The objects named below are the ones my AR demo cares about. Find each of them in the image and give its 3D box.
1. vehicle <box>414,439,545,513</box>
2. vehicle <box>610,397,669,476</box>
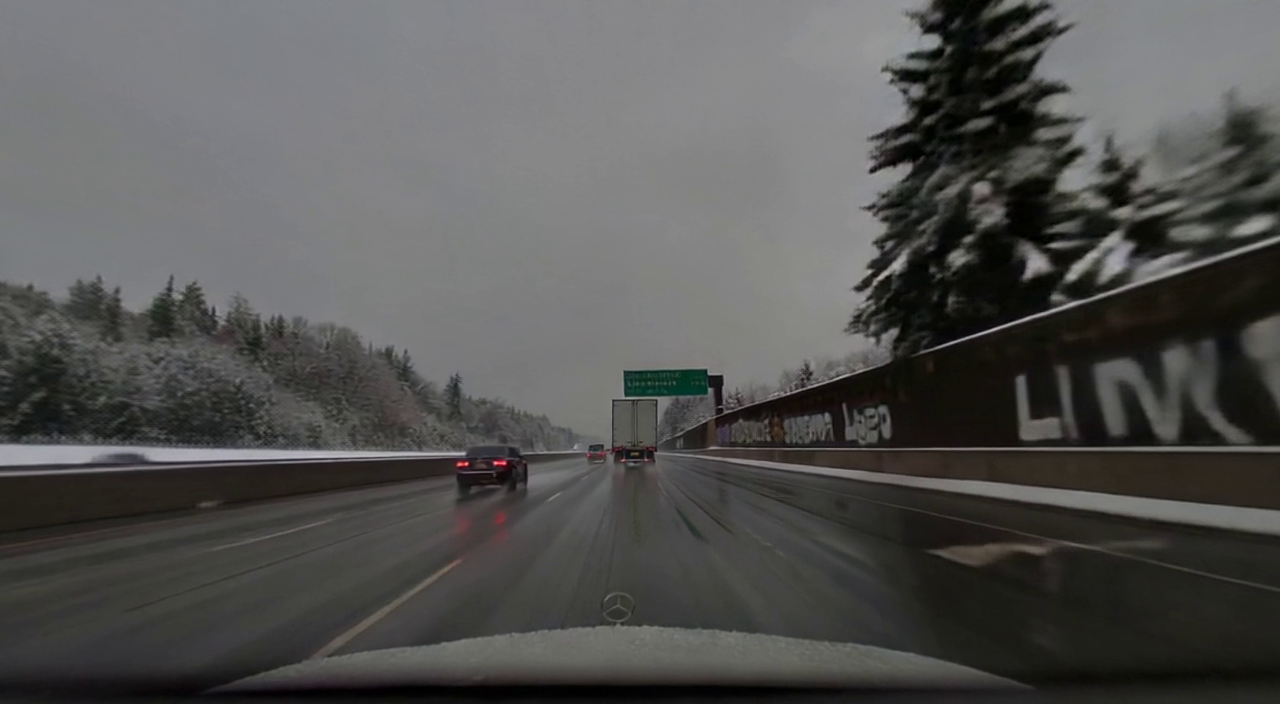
[{"bbox_3d":[-3.703,2.943,15.328,2.158,1.538,4.047,0,-9,0],"label":"vehicle"},{"bbox_3d":[-0.167,5.167,37.749,3.042,4.023,10.832,0,-9,-1],"label":"vehicle"}]
